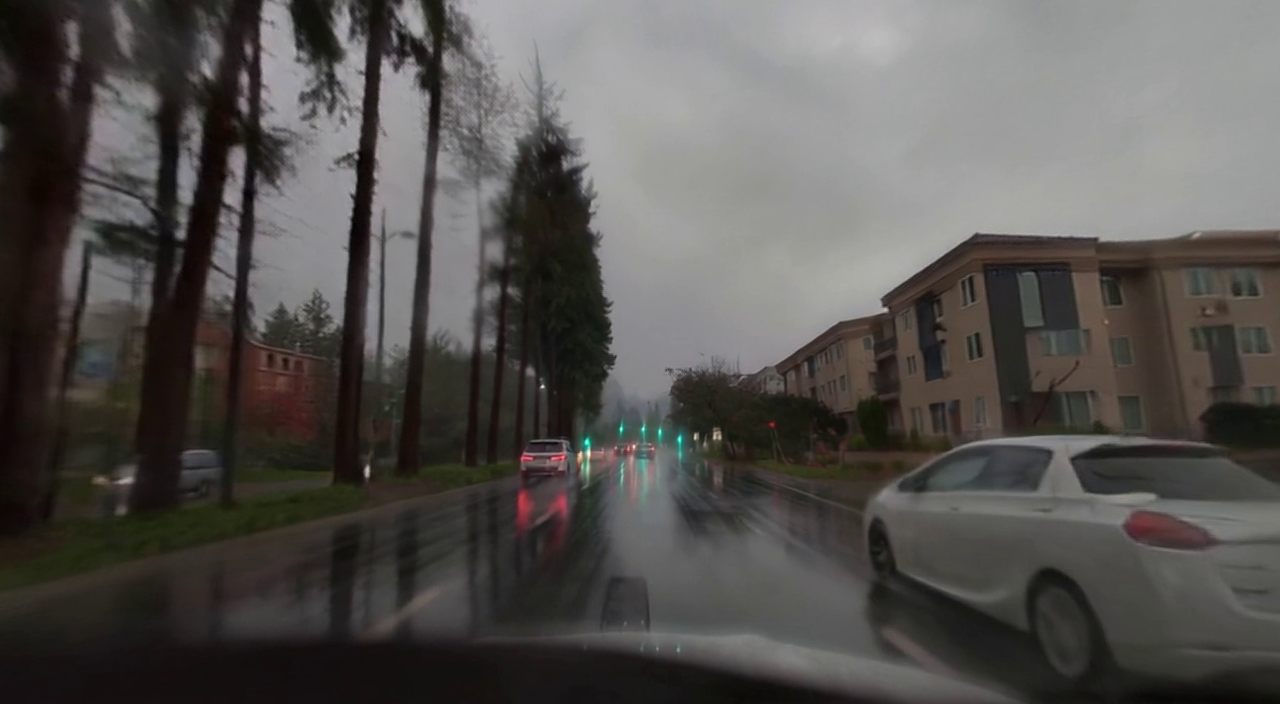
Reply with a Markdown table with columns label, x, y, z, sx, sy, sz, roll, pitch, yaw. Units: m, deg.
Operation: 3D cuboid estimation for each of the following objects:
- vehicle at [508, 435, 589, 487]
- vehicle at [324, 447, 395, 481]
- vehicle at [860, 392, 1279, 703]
| label | x | y | z | sx | sy | sz | roll | pitch | yaw |
| --- | --- | --- | --- | --- | --- | --- | --- | --- | --- |
| vehicle | -3.461 | 4.229 | 24.851 | 2.216 | 1.828 | 4.886 | 0 | -9 | 3 |
| vehicle | -17.548 | 6.994 | 39.798 | 2.194 | 1.973 | 4.870 | 0 | -9 | 0 |
| vehicle | 3.265 | 1.231 | 4.392 | 1.945 | 1.530 | 4.320 | 0 | -9 | 1 |
